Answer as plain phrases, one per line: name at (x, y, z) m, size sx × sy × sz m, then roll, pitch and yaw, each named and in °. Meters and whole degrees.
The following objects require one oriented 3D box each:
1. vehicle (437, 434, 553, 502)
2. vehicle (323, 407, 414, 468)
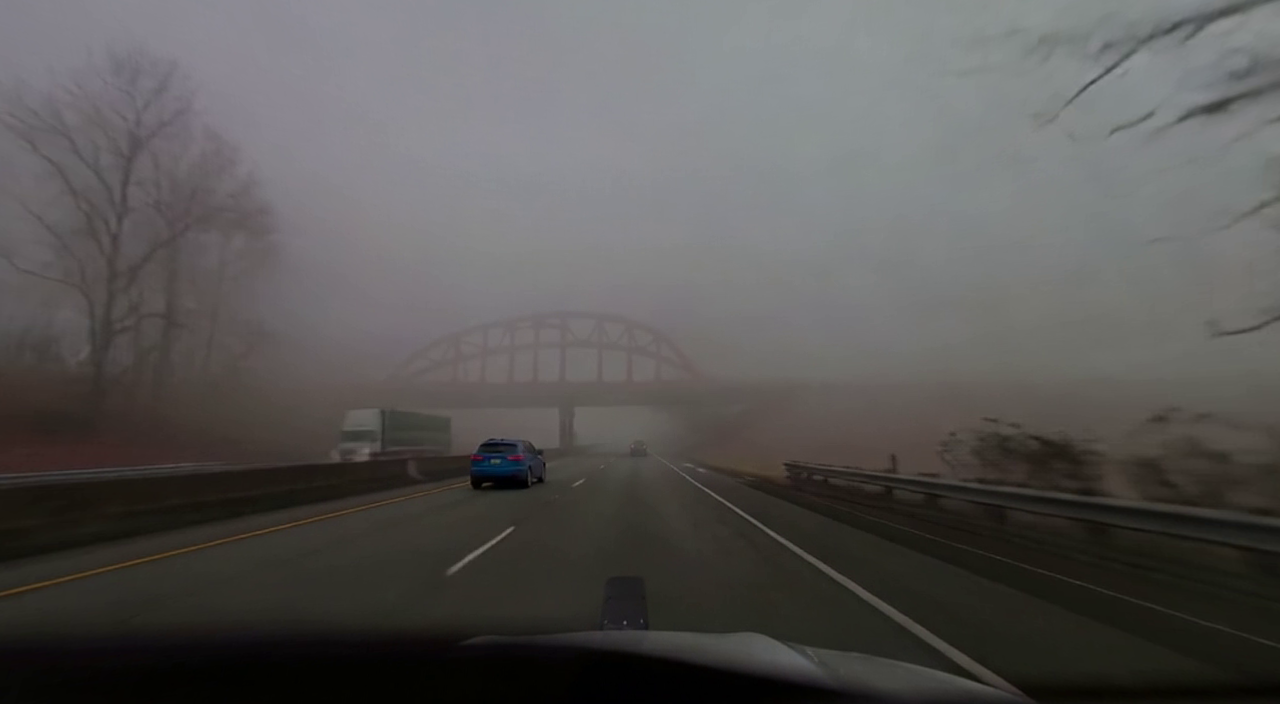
vehicle at (-3.663, 3.025, 16.776) m, size 2.052 × 1.556 × 4.405 m, roll 0°, pitch -9°, yaw 0°
vehicle at (-18.778, 5.994, 43.969) m, size 3.180 × 3.898 × 7.073 m, roll 0°, pitch -8°, yaw -1°
